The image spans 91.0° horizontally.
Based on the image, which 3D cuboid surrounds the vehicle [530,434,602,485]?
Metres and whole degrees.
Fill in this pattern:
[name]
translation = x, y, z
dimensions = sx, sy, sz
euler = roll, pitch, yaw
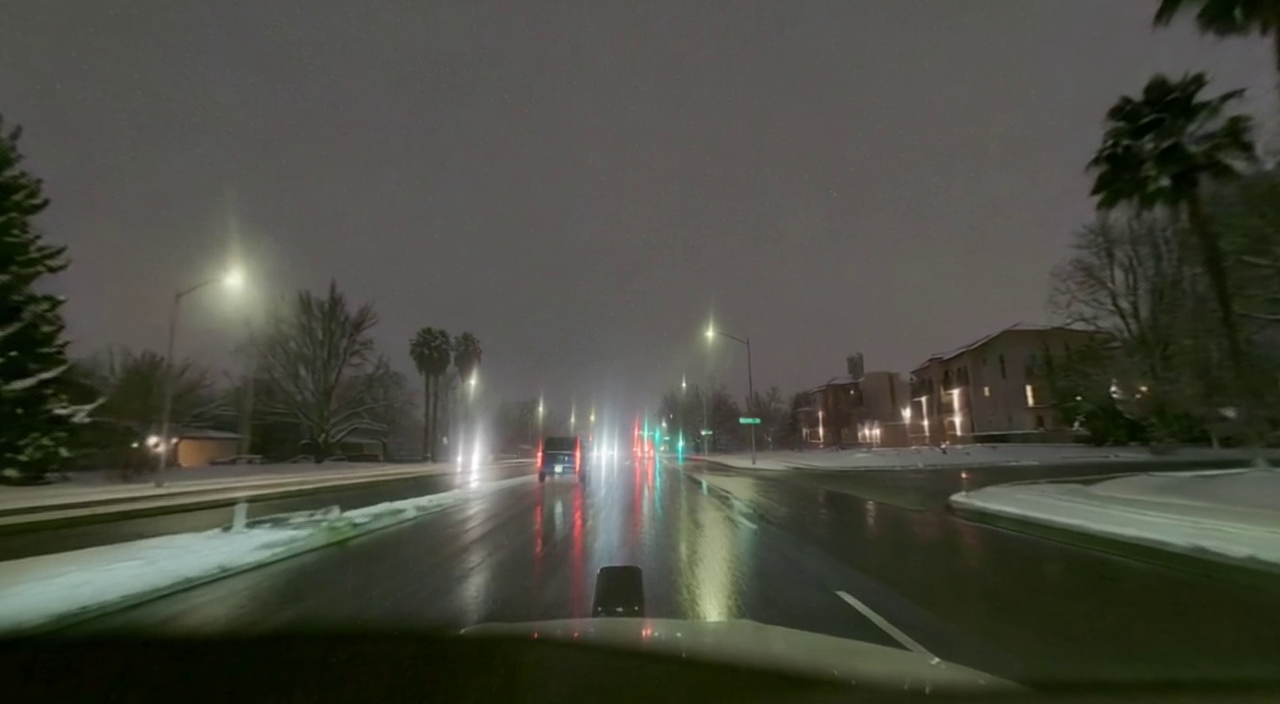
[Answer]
[vehicle]
translation = -3.041, 4.593, 27.192
dimensions = 2.370, 1.968, 5.698
euler = 0, -9, 1
